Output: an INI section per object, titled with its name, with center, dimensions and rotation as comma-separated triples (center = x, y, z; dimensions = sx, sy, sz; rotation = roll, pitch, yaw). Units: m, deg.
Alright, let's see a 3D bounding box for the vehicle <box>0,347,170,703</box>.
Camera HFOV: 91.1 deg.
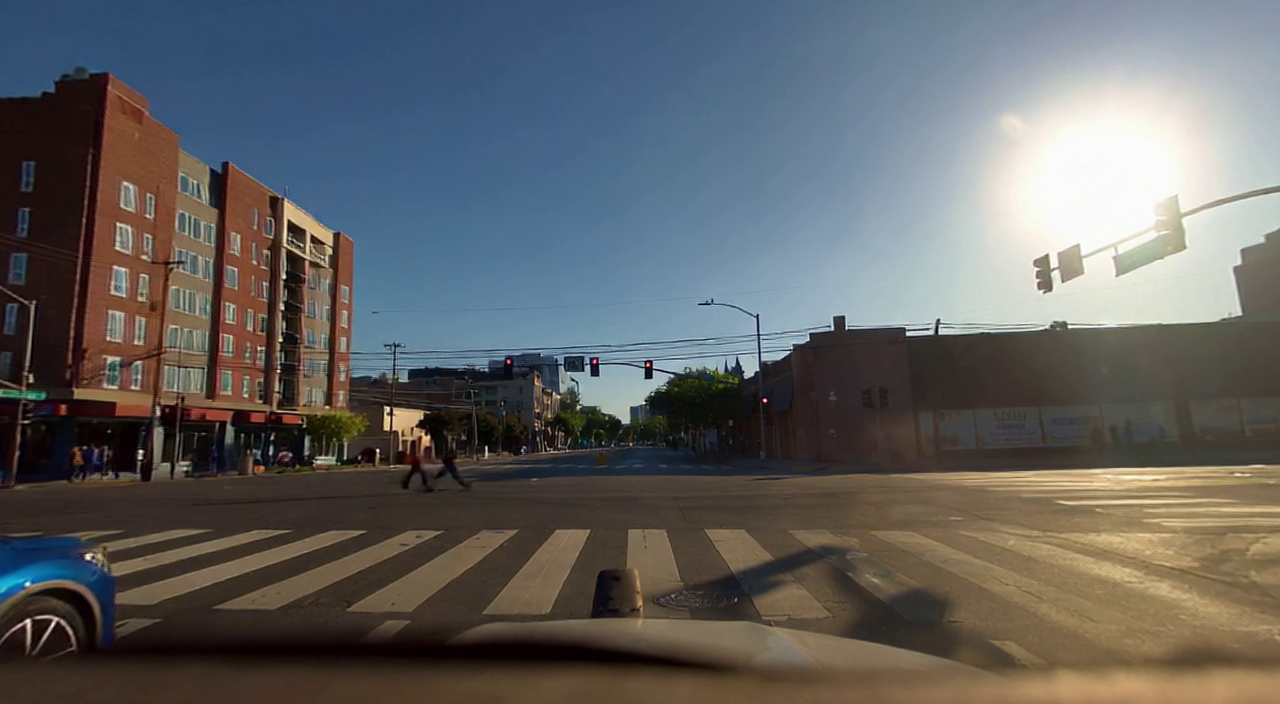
[vehicle]
center = -3.630, 0.618, 1.060
dimensions = 2.109, 1.692, 4.587
rotation = 0, -8, 0
